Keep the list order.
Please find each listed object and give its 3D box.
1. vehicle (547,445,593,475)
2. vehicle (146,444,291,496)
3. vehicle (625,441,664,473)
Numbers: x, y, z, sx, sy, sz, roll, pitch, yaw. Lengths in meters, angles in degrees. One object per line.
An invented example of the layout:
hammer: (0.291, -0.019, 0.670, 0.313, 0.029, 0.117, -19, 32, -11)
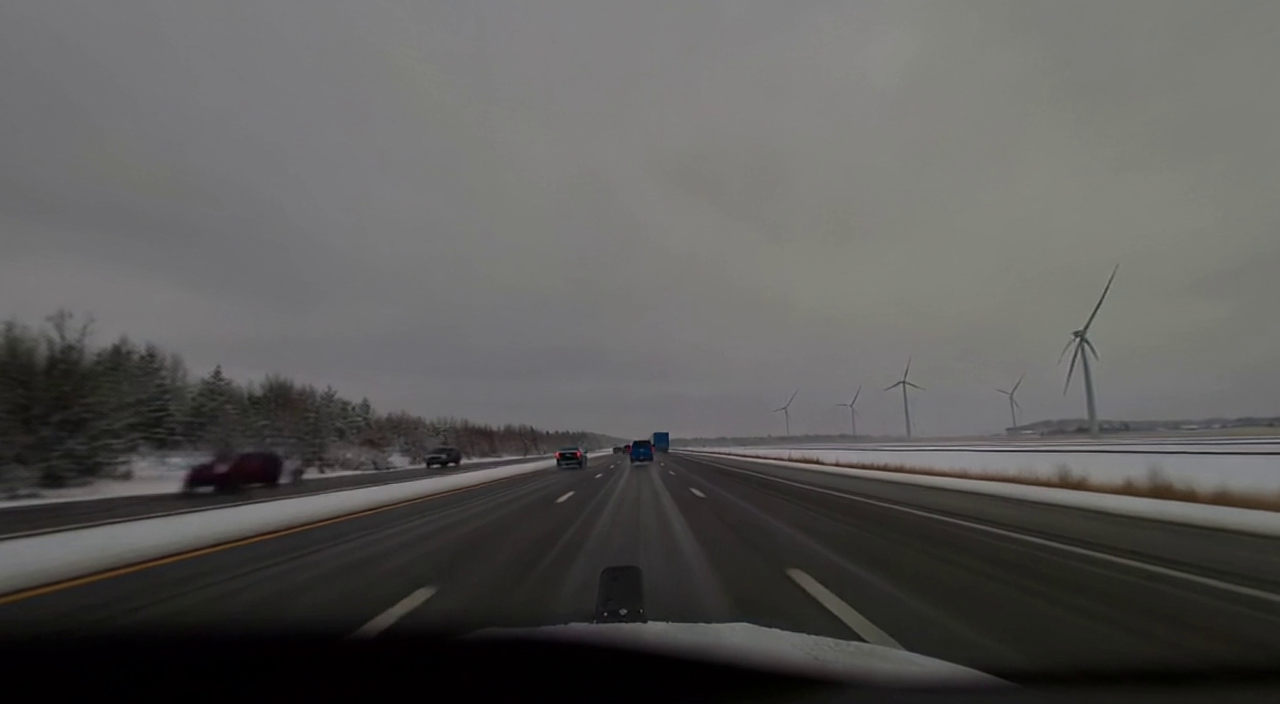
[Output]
vehicle: (-3.763, 5.897, 34.662, 1.984, 1.491, 4.341, 0, -9, 1)
vehicle: (-15.520, 4.348, 23.615, 2.091, 1.697, 4.796, 0, -9, 0)
vehicle: (0.214, 5.941, 35.920, 2.083, 1.689, 4.083, 0, -9, 0)
